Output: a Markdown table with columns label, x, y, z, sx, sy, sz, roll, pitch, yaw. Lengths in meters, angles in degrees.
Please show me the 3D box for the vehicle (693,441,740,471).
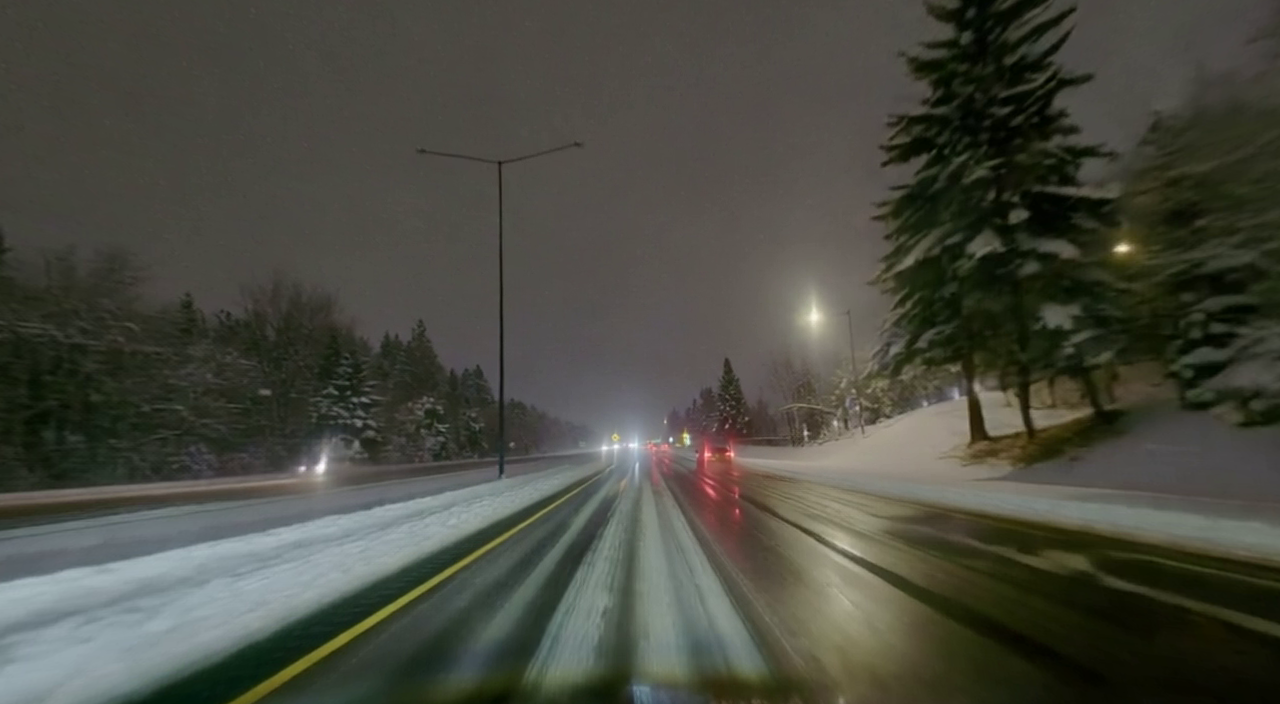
| label | x | y | z | sx | sy | sz | roll | pitch | yaw |
| --- | --- | --- | --- | --- | --- | --- | --- | --- | --- |
| vehicle | 4.245 | 5.843 | 35.614 | 2.042 | 1.518 | 4.477 | 0 | -8 | -1 |
